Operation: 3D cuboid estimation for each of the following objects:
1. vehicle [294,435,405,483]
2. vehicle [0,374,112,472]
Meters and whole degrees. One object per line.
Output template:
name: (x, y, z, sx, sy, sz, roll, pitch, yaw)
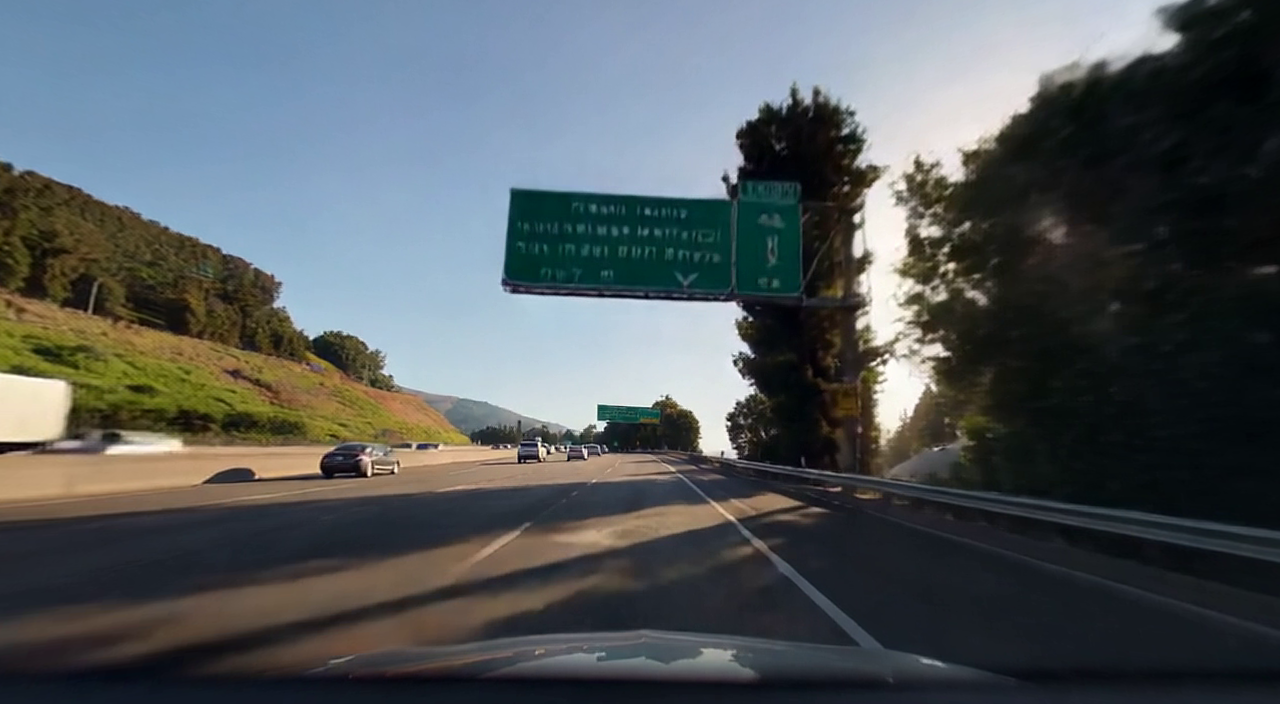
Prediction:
vehicle: (-10.899, 4.041, 24.007, 2.001, 1.625, 4.528, 0, -9, 1)
vehicle: (-29.257, 2.645, 24.484, 2.882, 4.169, 16.623, 1, -9, 0)
